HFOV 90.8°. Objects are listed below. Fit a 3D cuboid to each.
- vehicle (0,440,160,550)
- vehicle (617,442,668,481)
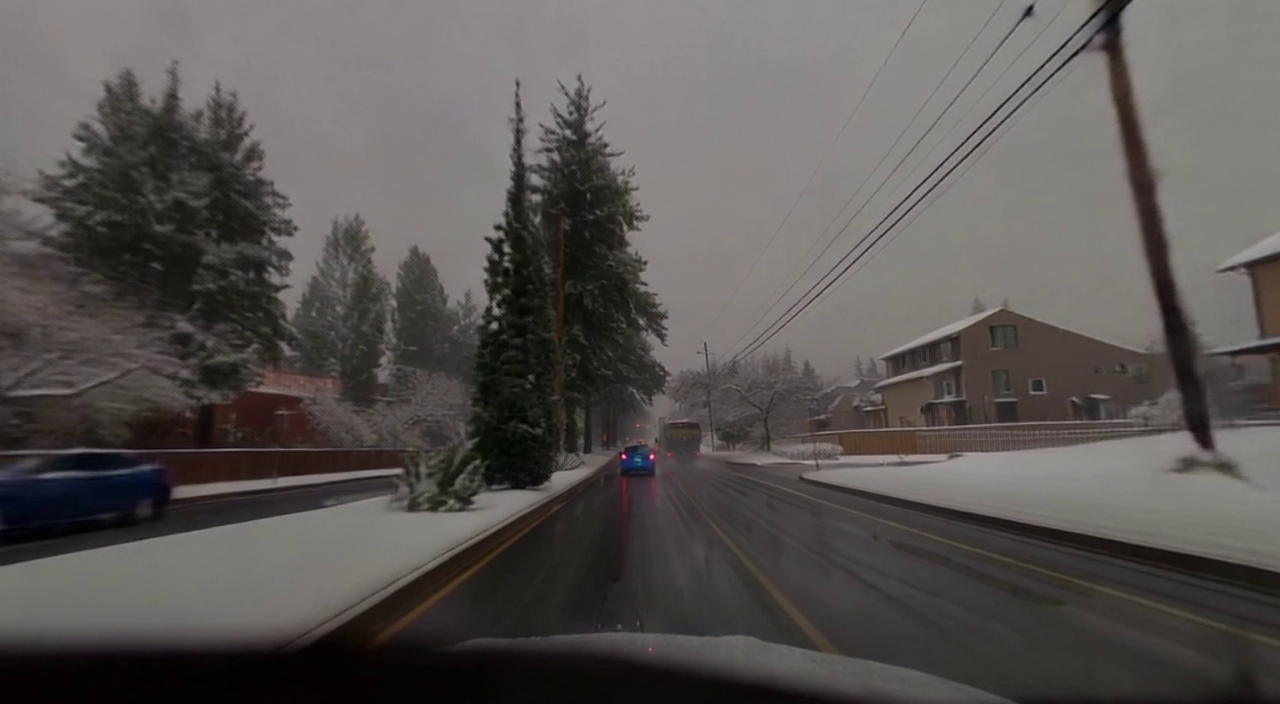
[{"bbox_3d":[-11.449,2.492,11.371,1.951,1.795,4.579,0,-9,0],"label":"vehicle"},{"bbox_3d":[0.077,4.643,27.091,2.018,1.511,3.993,0,-9,0],"label":"vehicle"}]
